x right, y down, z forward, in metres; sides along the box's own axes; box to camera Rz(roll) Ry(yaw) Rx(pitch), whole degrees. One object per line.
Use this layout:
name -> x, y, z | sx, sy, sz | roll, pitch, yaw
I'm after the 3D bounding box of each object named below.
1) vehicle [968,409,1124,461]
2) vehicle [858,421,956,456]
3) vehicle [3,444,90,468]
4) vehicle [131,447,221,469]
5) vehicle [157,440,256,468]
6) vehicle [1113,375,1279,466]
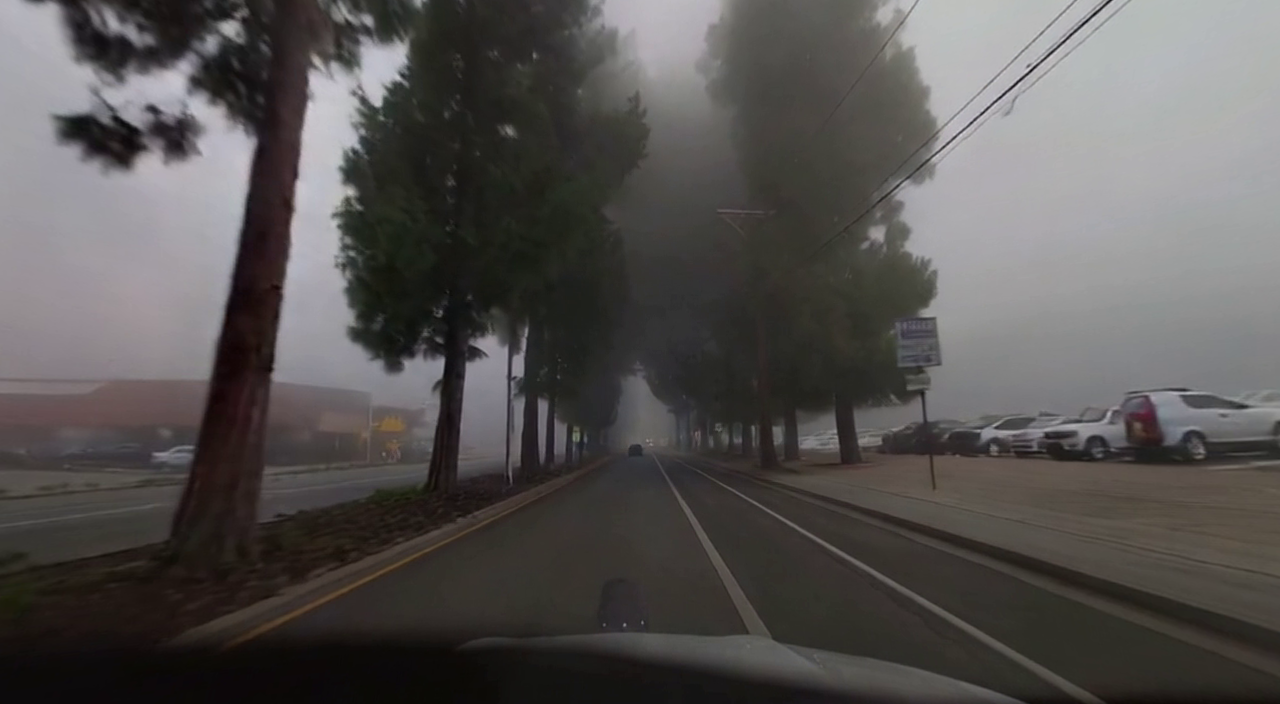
vehicle -> 12.934, 2.667, 20.247 | 3.686, 1.428, 1.802 | -3, -7, 0
vehicle -> 13.362, 4.332, 31.670 | 3.953, 1.492, 1.921 | -3, -7, -1
vehicle -> -43.999, 7.731, 46.815 | 4.359, 1.748, 1.976 | 0, -8, -1
vehicle -> -30.719, 6.996, 41.775 | 4.448, 1.430, 1.888 | 0, -8, 1
vehicle -> -30.722, 7.251, 44.796 | 5.435, 1.920, 2.245 | 0, -8, 3
vehicle -> 12.779, 1.428, 12.845 | 4.469, 1.709, 2.098 | 0, -8, 2
